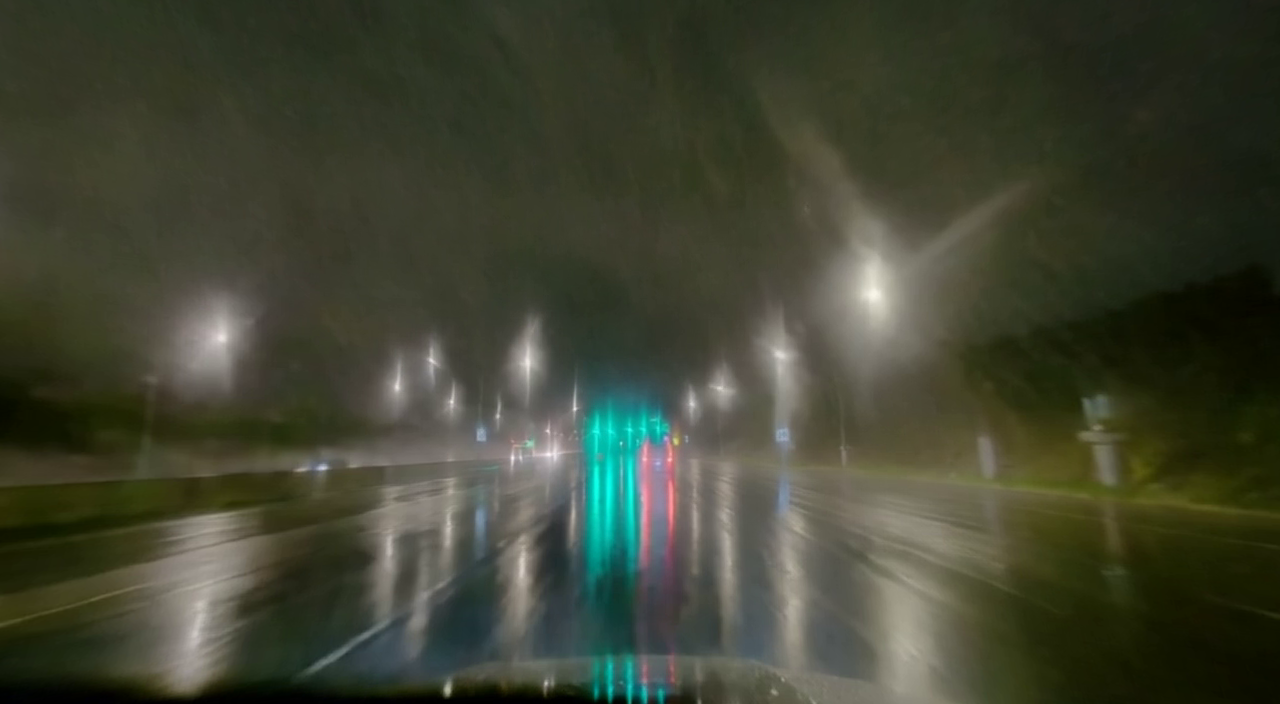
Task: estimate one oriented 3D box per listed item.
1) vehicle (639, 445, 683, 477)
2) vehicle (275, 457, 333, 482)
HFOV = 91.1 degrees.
[{"bbox_3d":[1.012,5.481,31.813,2.055,1.501,4.321,0,-9,1],"label":"vehicle"},{"bbox_3d":[-21.571,7.525,40.514,1.713,1.462,3.527,0,-9,0],"label":"vehicle"}]
